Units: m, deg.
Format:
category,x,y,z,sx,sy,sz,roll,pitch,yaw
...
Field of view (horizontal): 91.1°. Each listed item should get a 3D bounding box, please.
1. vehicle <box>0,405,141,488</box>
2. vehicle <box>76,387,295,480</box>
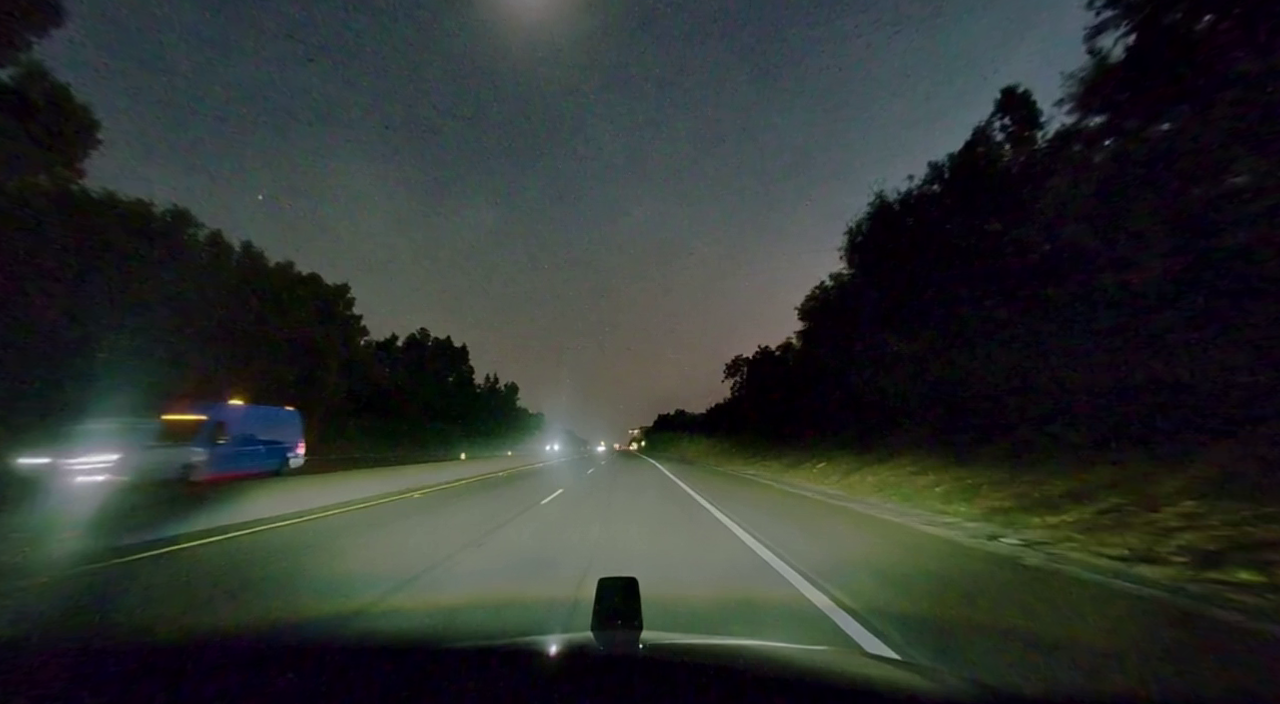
category,x,y,z,sx,sy,sz,roll,pitch,yaw
vehicle,-15.005,2.221,14.810,2.090,1.794,5.319,0,-8,-1
vehicle,-15.142,2.838,21.765,2.590,2.700,6.682,0,-8,0
